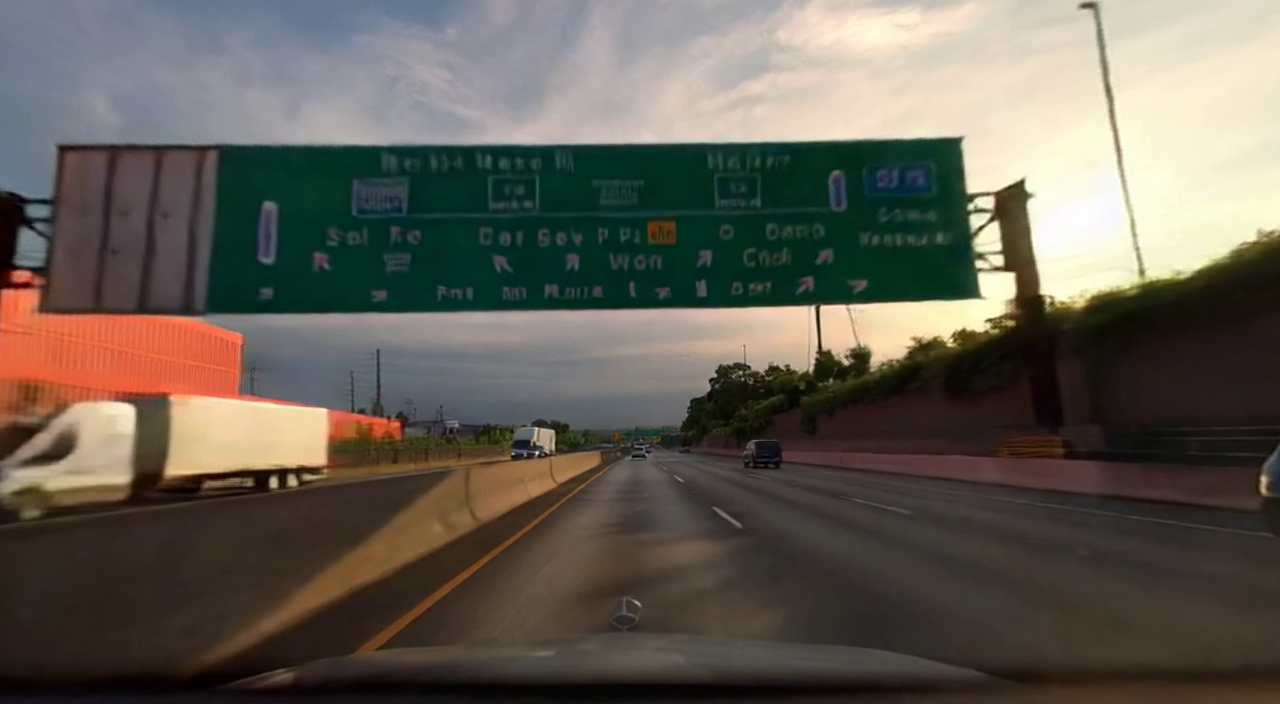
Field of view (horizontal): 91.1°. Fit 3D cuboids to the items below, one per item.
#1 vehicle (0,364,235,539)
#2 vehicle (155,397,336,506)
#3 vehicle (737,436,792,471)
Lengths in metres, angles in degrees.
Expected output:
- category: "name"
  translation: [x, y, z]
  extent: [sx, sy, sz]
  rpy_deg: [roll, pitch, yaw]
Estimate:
- category: "vehicle"
  translation: [-16.045, 2.779, 17.570]
  extent: [2.966, 3.933, 9.734]
  rpy_deg: [0, -9, -1]
- category: "vehicle"
  translation: [-16.219, 4.187, 26.736]
  extent: [2.886, 3.924, 7.307]
  rpy_deg: [0, -9, -1]
- category: "vehicle"
  translation: [7.393, 6.083, 37.774]
  extent: [2.156, 1.943, 5.010]
  rpy_deg: [0, -9, -1]
